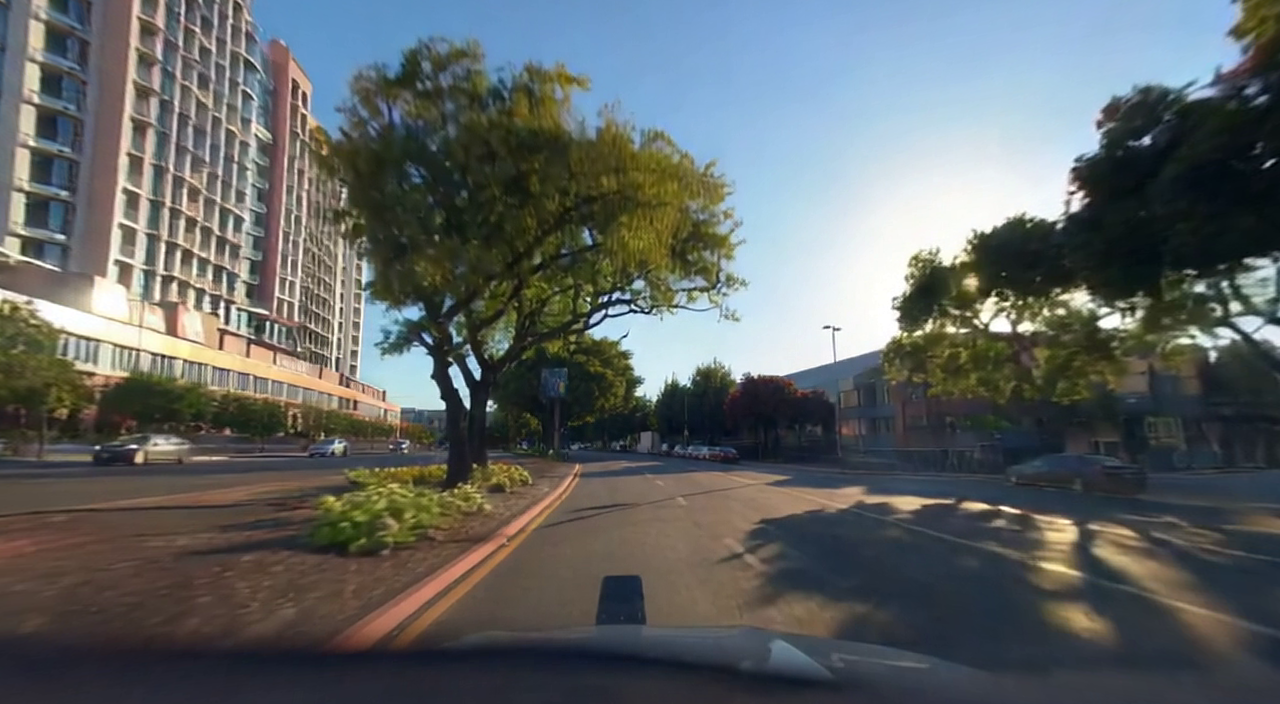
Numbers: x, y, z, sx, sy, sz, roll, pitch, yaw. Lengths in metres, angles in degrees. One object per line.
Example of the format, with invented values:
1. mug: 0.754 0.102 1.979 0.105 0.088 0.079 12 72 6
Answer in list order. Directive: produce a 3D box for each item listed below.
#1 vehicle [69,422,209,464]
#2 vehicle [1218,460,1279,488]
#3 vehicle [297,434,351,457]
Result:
1. vehicle: -19.219 3.544 24.564 1.828 1.445 4.613 1 -9 -3
2. vehicle: 35.707 6.932 36.066 4.154 1.500 1.953 3 -9 -15
3. vehicle: -20.762 6.165 41.693 1.822 1.453 4.053 1 -9 -6
